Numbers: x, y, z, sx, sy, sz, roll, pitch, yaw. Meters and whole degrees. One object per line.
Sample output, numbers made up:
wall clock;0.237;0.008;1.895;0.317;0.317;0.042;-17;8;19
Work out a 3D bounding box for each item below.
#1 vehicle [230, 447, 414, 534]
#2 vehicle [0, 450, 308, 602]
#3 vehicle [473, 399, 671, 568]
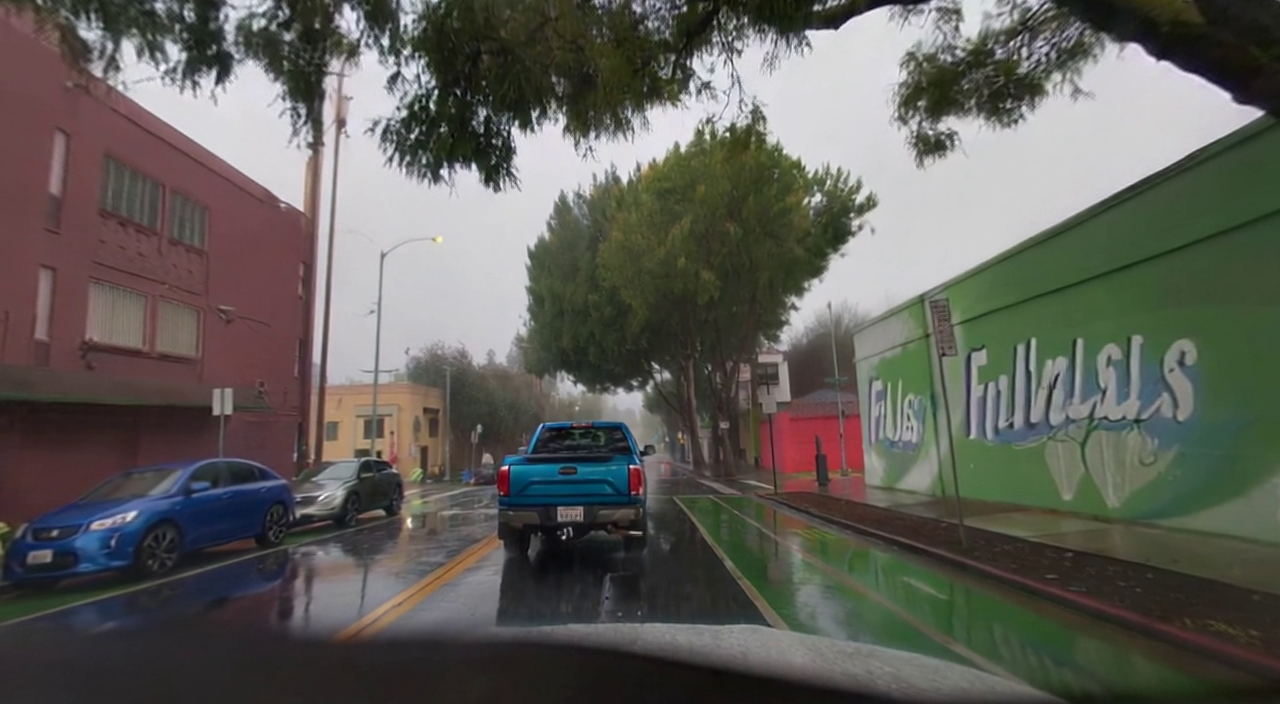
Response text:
vehicle;-7.395;3.211;15.450;1.884;1.730;5.076;0;-8;0
vehicle;-7.203;2.422;9.781;1.882;1.686;4.489;-2;-8;-3
vehicle;-0.749;1.823;9.480;2.215;1.882;4.611;0;-8;0
